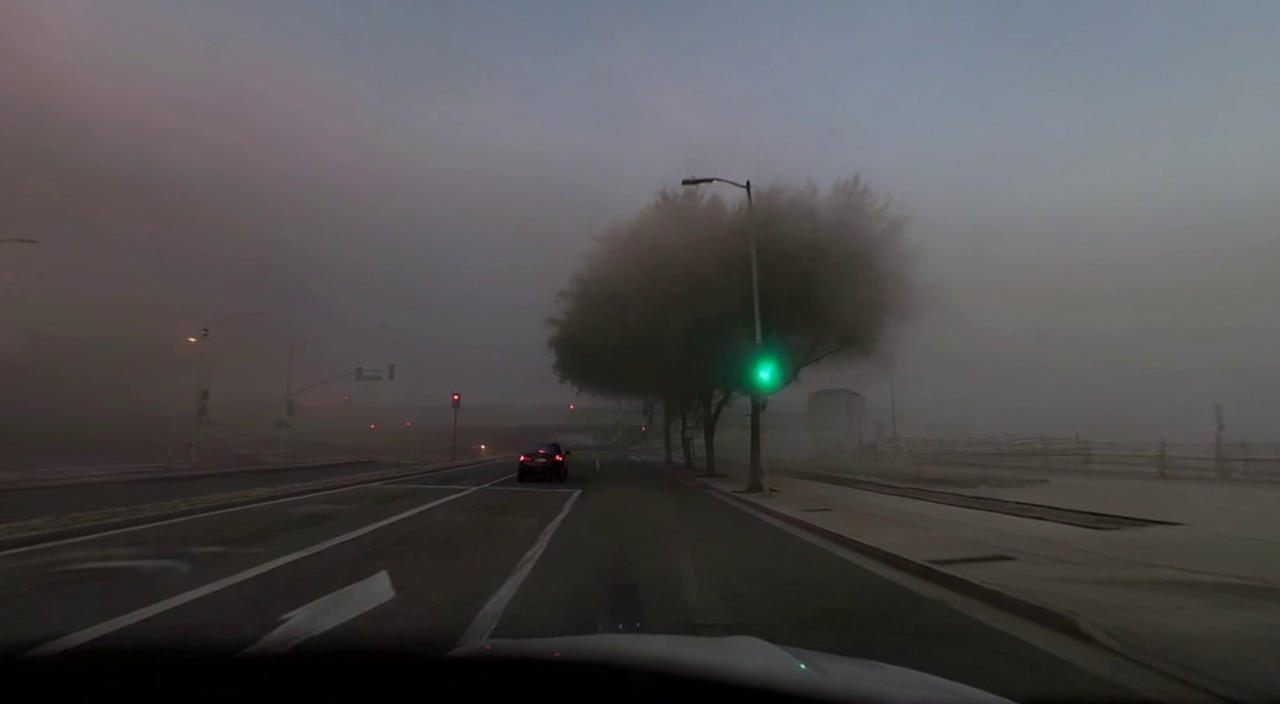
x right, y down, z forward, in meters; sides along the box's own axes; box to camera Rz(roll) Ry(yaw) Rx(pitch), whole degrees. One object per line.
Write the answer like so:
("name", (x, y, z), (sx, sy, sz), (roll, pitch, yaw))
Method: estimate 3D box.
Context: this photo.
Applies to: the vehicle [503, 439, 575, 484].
("vehicle", (-3.634, 4.033, 23.514), (2.154, 1.465, 4.532), (1, -9, -3))
